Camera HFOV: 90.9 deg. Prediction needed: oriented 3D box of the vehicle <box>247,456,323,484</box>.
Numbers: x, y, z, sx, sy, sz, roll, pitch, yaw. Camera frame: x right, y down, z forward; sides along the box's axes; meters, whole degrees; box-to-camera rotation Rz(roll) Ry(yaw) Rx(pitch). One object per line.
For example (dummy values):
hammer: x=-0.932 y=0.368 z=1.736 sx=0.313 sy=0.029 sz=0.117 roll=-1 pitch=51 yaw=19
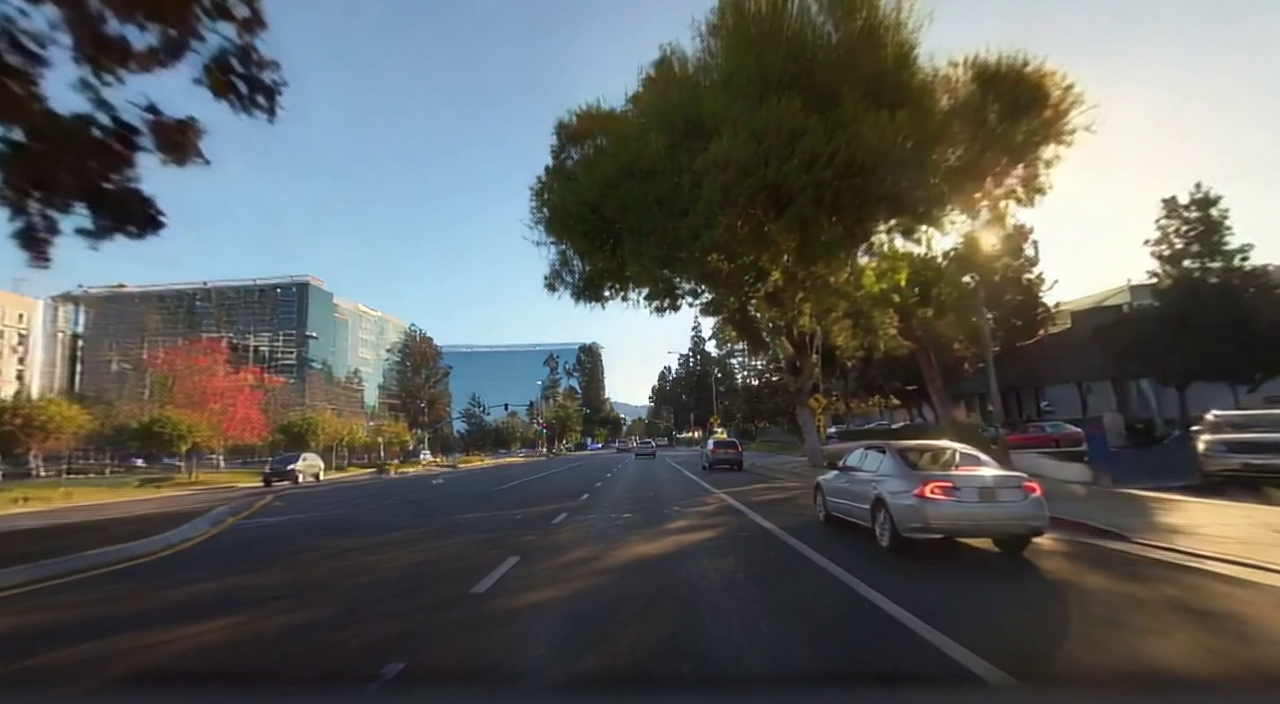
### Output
vehicle: x=-22.024 y=7.313 z=39.346 sx=1.906 sy=1.547 sz=4.956 roll=0 pitch=-8 yaw=-1

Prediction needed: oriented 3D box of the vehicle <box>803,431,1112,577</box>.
vehicle: x=3.743 y=1.836 z=8.488 sx=1.872 sy=1.431 sz=4.270 roll=0 pitch=-8 yaw=-1

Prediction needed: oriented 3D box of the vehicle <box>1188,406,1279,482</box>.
vehicle: x=14.891 y=2.215 z=15.185 sx=2.165 sy=1.591 sz=4.471 roll=-8 pitch=-12 yaw=43

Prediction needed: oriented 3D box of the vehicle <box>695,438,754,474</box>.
vehicle: x=3.769 y=4.724 z=28.952 sx=1.939 sy=1.474 sz=4.716 roll=0 pitch=-8 yaw=-1
